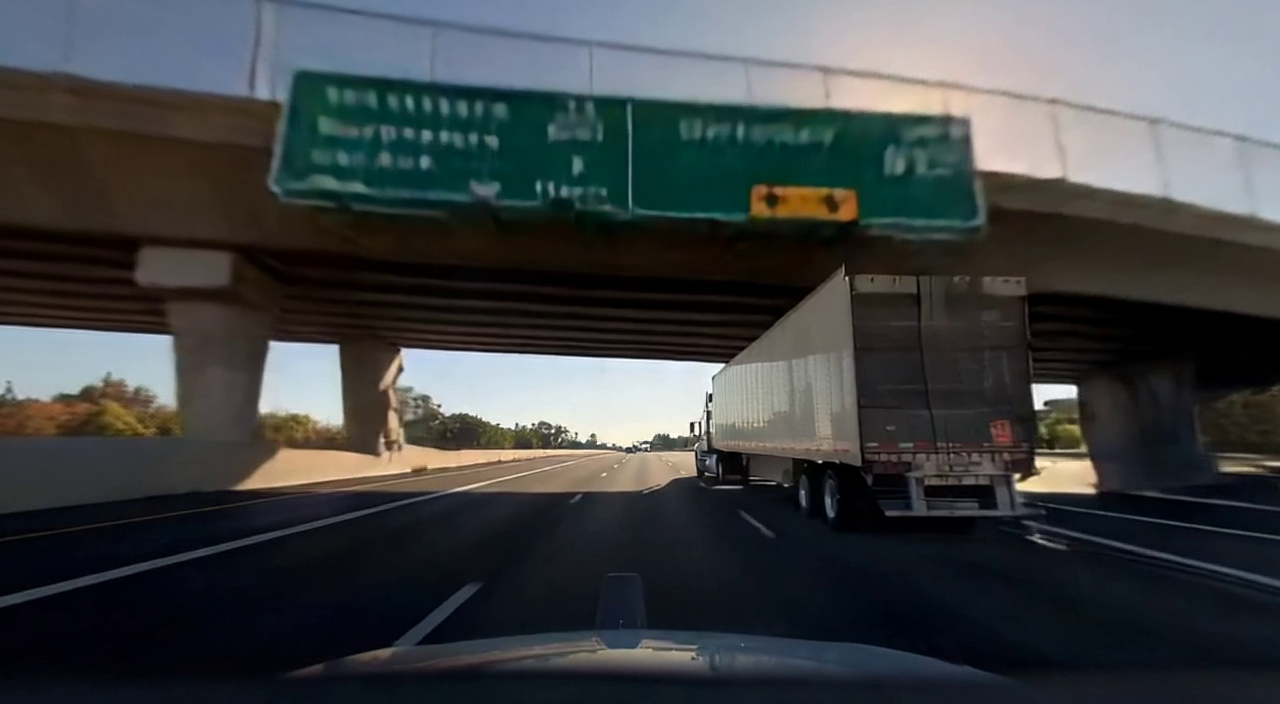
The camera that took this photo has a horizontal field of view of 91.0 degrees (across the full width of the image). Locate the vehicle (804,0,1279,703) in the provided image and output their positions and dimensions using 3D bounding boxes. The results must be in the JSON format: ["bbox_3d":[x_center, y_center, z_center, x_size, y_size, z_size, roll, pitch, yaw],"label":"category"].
[{"bbox_3d":[3.750,-0.592,0.856,2.949,4.149,16.046,0,-9,1],"label":"vehicle"}]
